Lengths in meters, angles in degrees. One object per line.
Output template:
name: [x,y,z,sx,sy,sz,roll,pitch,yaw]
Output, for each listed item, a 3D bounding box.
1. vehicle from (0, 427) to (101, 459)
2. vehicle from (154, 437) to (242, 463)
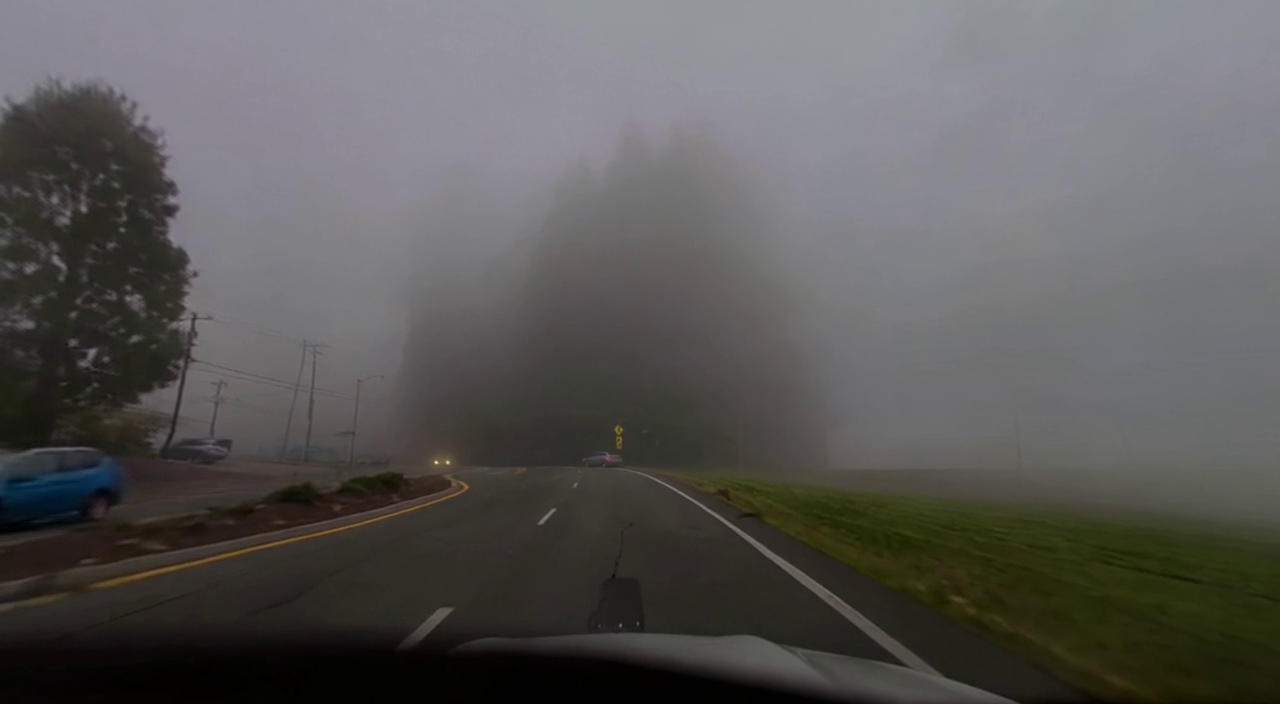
vehicle: [-33.237,5.128,35.393,4.506,1.654,2.239,-3,-9,13]
vehicle: [-30.452,6.729,43.527,4.816,1.696,2.323,-3,-9,16]
